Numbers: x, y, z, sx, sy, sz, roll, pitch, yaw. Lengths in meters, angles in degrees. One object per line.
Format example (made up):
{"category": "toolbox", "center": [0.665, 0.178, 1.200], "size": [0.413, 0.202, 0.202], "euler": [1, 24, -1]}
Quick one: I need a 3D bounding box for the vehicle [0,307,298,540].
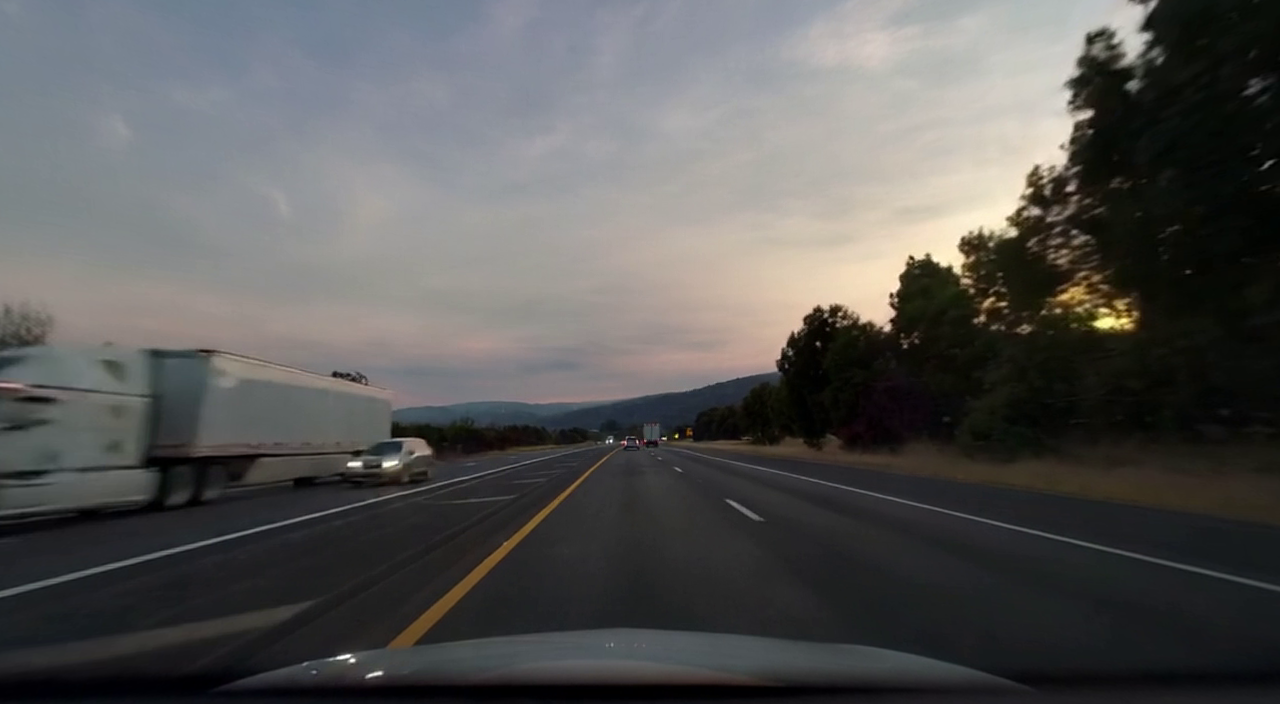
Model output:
{"category": "vehicle", "center": [-12.574, 1.824, 15.227], "size": [2.979, 3.983, 10.131], "euler": [0, -8, -1]}

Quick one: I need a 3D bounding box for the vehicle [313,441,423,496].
{"category": "vehicle", "center": [-8.291, 3.542, 19.573], "size": [1.821, 1.492, 3.746], "euler": [0, -8, -1]}
